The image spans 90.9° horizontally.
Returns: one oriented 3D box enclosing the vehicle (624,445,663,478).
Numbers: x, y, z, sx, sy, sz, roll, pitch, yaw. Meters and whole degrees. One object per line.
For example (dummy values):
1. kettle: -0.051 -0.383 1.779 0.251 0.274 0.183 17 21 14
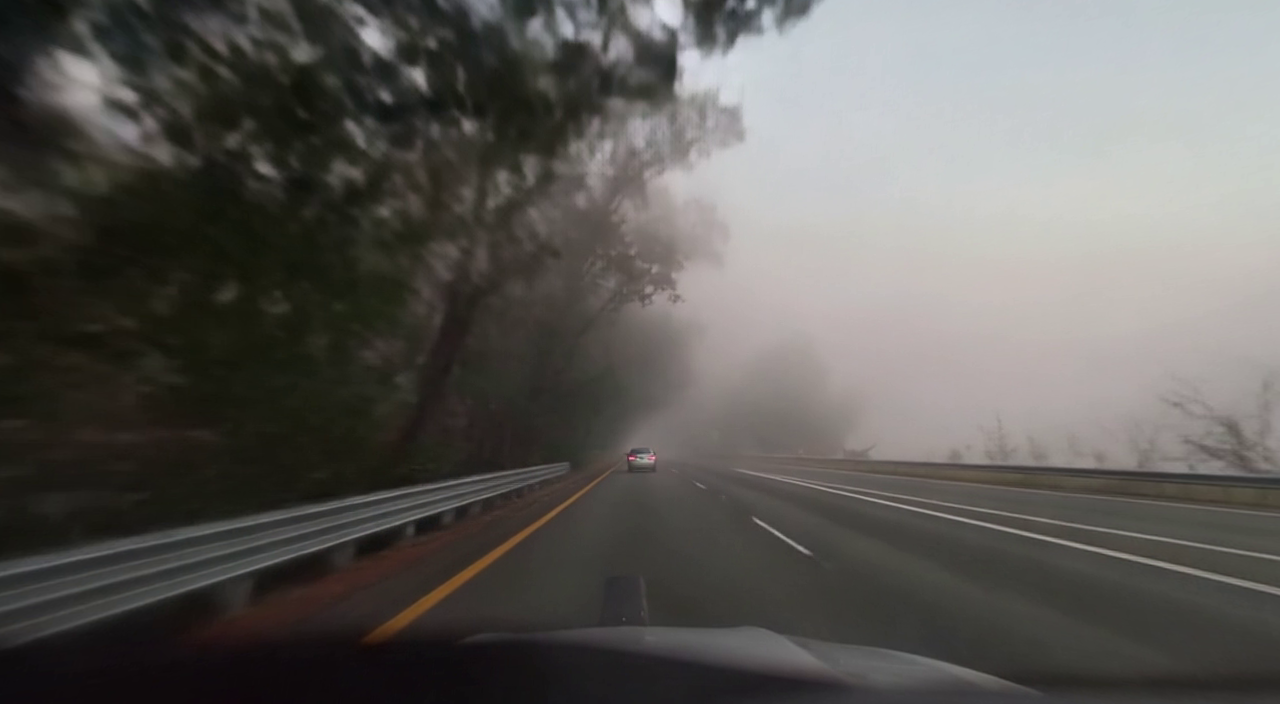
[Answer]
1. vehicle: 0.154 5.803 33.547 1.987 1.658 3.620 0 -9 -1
